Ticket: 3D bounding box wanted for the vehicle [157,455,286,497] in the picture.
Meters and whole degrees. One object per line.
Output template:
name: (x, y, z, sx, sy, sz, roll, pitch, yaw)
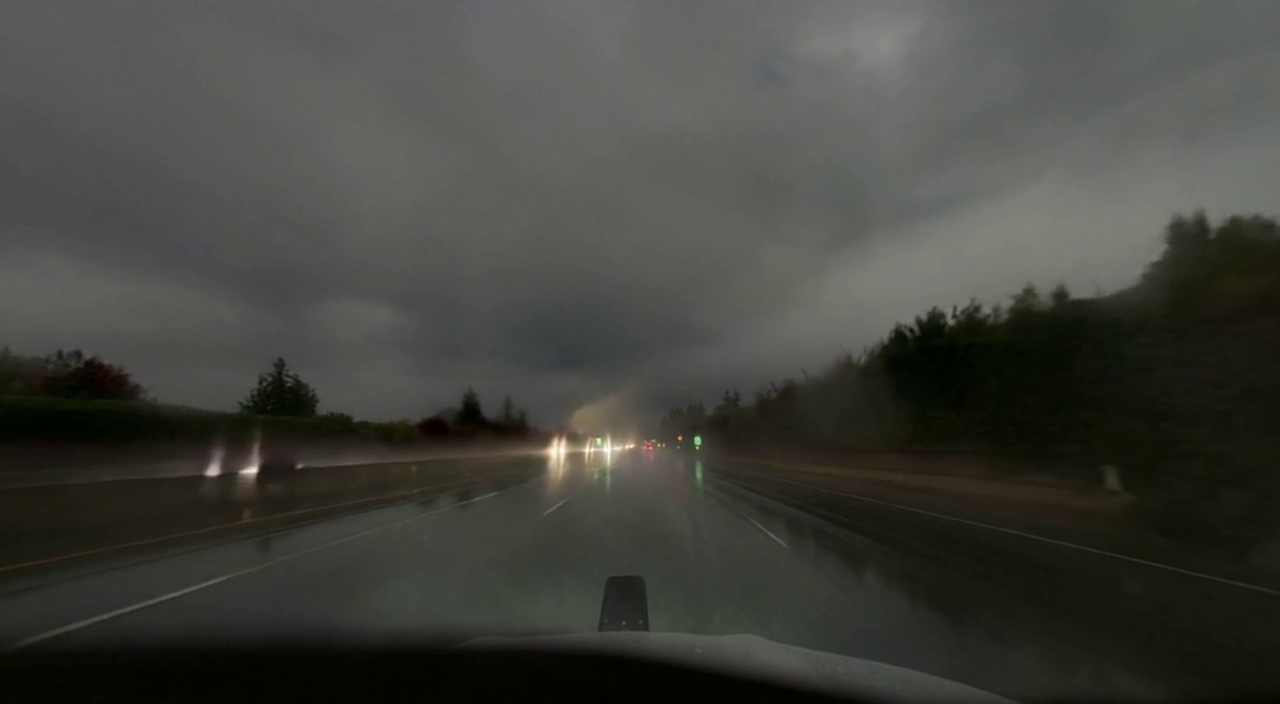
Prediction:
vehicle: (-16.661, 4.910, 25.437, 1.874, 1.474, 4.784, 0, -9, 1)
